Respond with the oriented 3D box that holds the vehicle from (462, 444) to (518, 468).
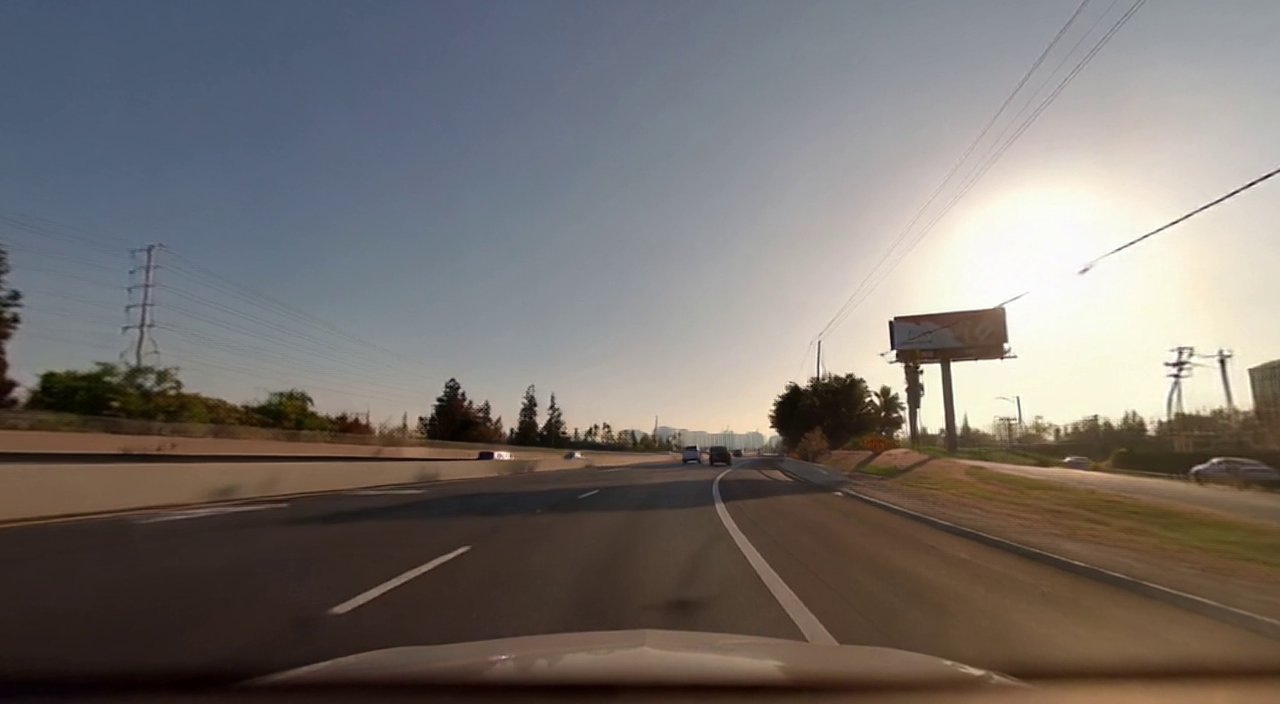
[{"bbox_3d":[-11.304,7.871,47.674,2.145,1.717,4.448,-2,-9,16],"label":"vehicle"}]
